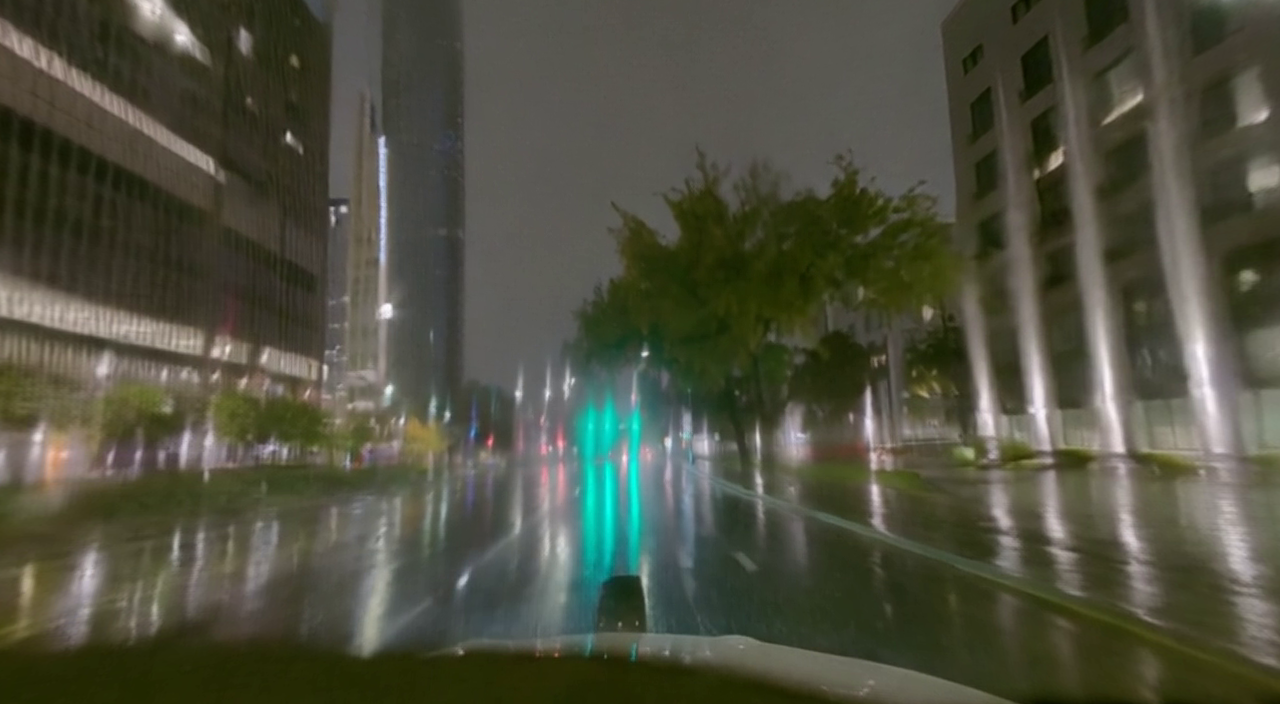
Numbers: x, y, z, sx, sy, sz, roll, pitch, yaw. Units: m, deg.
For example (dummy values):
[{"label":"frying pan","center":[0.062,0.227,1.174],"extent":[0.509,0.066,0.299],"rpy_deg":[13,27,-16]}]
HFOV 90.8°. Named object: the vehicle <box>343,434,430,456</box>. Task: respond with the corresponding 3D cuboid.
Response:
[{"label":"vehicle","center":[-19.728,7.281,49.264],"extent":[5.962,1.458,1.711],"rpy_deg":[1,-10,3]}]
